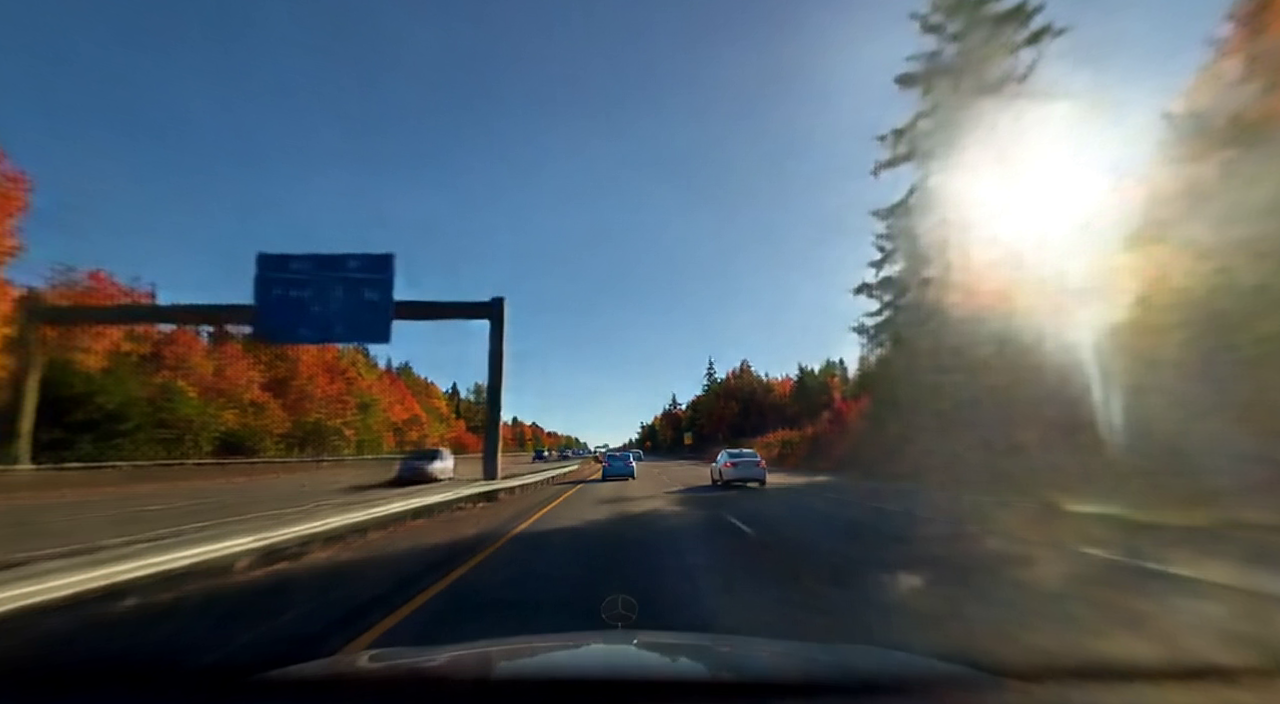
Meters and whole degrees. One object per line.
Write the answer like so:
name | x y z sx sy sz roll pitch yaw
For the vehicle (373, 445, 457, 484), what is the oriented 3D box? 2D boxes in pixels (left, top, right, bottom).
vehicle | -9.470 4.766 26.806 1.978 1.510 4.472 0 -9 -1

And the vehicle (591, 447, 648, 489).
vehicle | -0.788 4.686 25.594 2.128 1.516 4.410 0 -9 0

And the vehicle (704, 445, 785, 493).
vehicle | 3.773 4.323 23.437 2.300 1.595 4.144 -1 -9 0
